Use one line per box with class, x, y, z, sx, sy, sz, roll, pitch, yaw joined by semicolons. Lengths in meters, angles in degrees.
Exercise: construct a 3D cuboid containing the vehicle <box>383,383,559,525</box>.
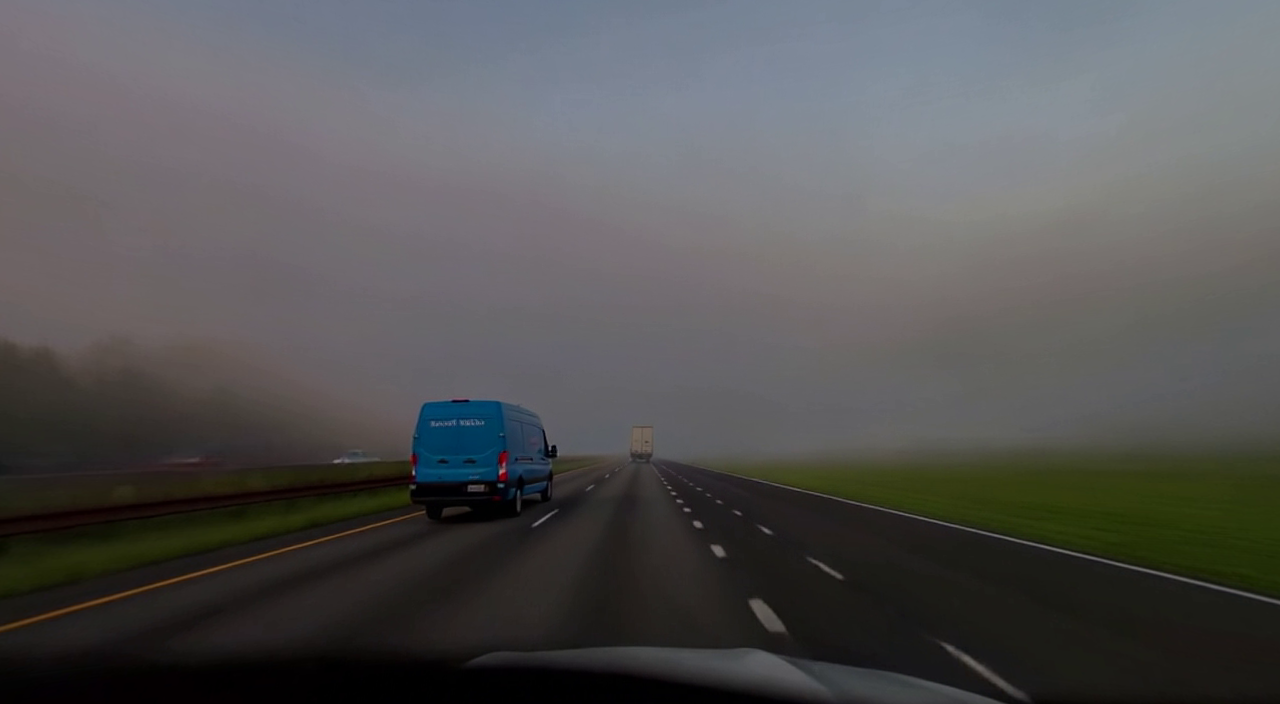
vehicle;-3.605;2.427;15.337;2.320;2.636;7.021;0;-9;0
